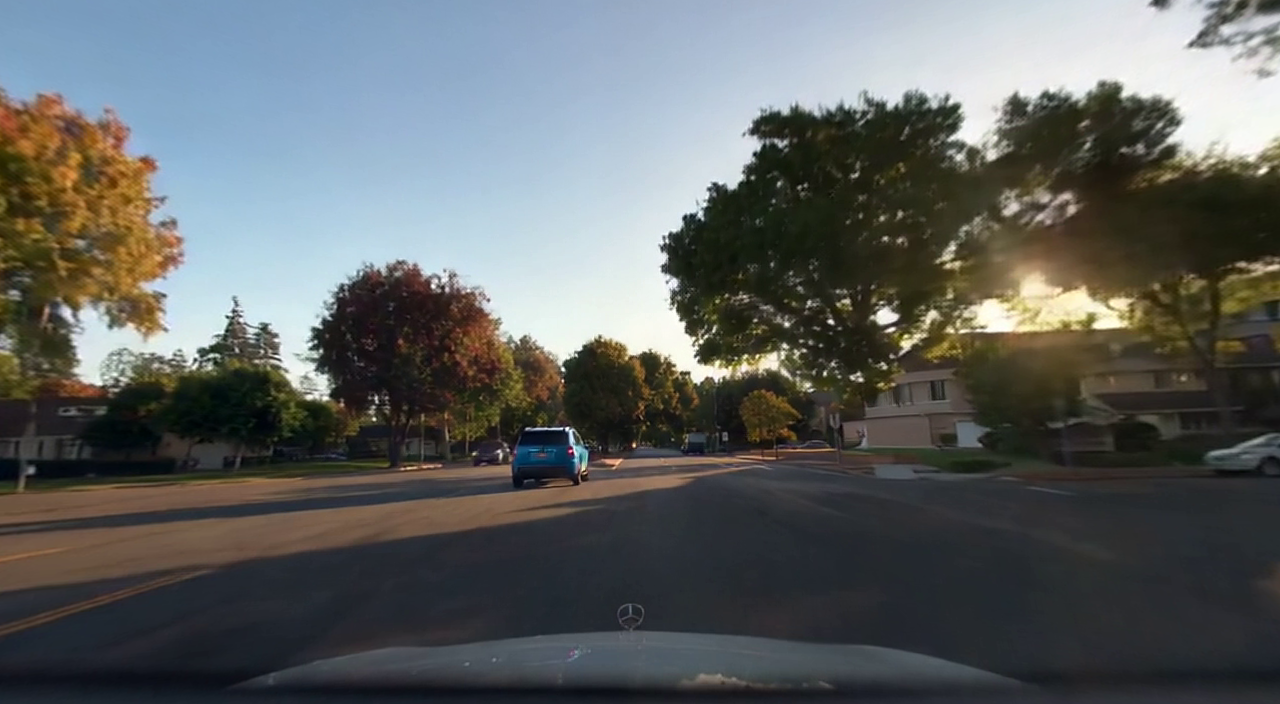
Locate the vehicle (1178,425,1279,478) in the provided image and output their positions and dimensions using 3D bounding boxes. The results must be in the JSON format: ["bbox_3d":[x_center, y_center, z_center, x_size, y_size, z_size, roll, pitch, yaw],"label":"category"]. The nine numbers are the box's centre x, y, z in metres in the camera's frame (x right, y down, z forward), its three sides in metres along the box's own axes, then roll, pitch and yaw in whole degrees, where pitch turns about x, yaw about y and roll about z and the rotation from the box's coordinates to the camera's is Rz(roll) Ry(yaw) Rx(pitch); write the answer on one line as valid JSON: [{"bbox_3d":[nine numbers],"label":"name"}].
[{"bbox_3d":[22.526,3.478,22.251,4.802,1.760,2.374,0,-8,1],"label":"vehicle"}]

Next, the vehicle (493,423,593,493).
[{"bbox_3d":[-2.775,3.186,19.323,2.179,1.851,4.756,-1,-8,2],"label":"vehicle"}]
